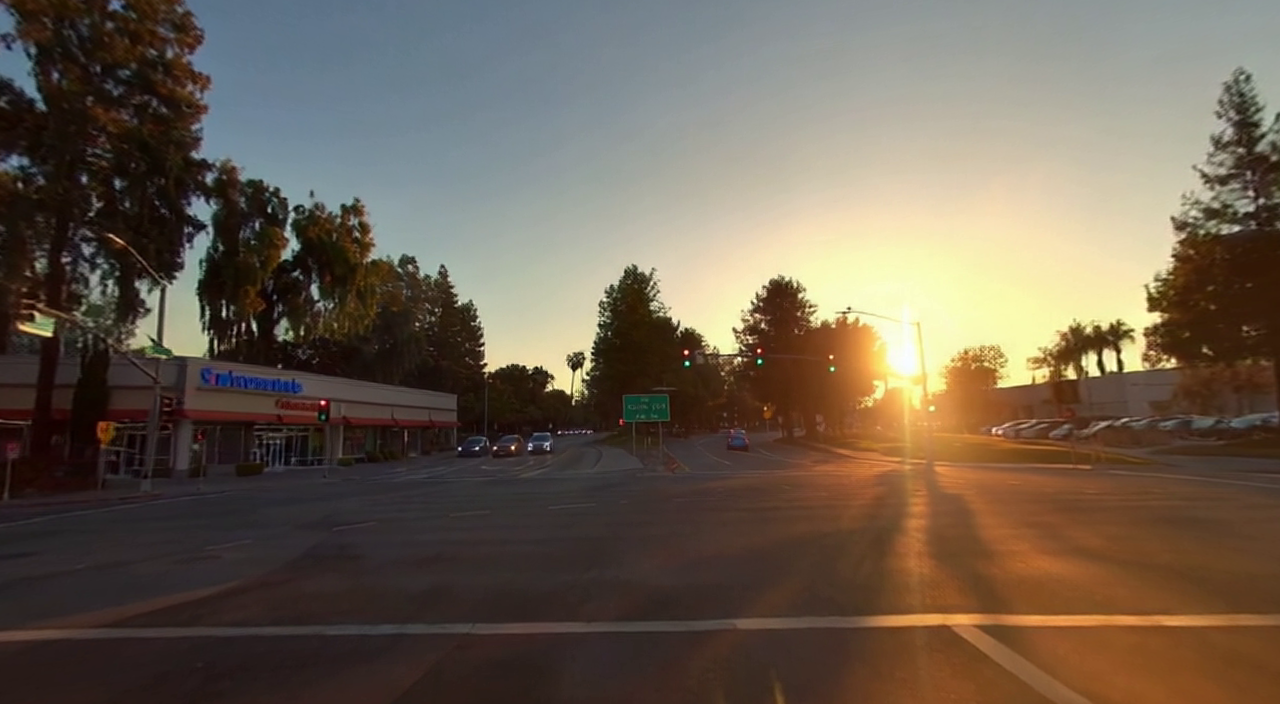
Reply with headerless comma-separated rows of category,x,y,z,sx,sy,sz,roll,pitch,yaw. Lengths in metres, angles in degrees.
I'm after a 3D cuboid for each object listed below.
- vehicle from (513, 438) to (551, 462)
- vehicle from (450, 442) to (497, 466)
vehicle,-7.307,6.714,43.182,1.920,1.546,4.086,0,-9,-1
vehicle,-11.024,6.783,42.098,2.111,1.499,4.371,0,-9,-2
